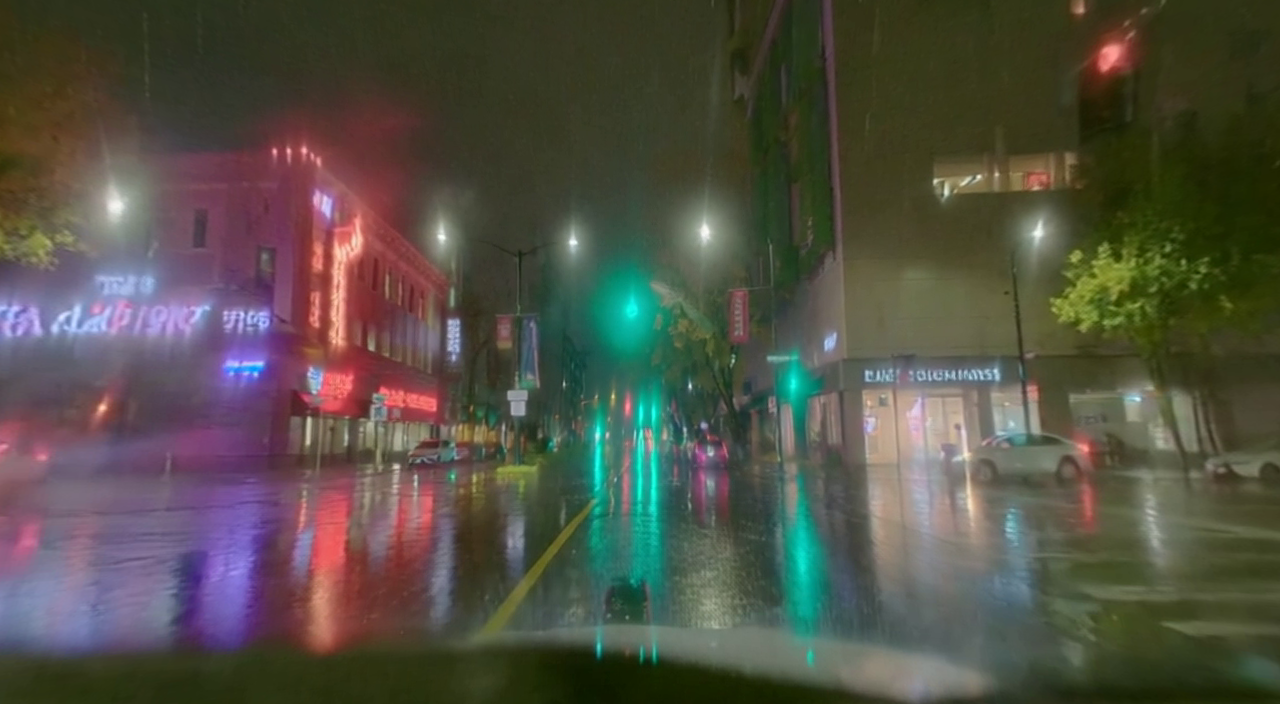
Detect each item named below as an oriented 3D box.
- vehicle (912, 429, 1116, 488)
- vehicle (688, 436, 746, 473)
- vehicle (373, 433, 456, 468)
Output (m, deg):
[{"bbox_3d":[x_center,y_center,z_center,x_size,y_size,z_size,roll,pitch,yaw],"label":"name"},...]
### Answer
[{"bbox_3d":[10.201,2.907,17.476,4.330,1.517,2.045,0,-7,0],"label":"vehicle"},{"bbox_3d":[3.426,4.636,28.926,2.120,1.560,4.402,0,-7,0],"label":"vehicle"},{"bbox_3d":[-12.454,5.388,34.756,4.447,1.790,2.206,-6,-9,38],"label":"vehicle"}]
